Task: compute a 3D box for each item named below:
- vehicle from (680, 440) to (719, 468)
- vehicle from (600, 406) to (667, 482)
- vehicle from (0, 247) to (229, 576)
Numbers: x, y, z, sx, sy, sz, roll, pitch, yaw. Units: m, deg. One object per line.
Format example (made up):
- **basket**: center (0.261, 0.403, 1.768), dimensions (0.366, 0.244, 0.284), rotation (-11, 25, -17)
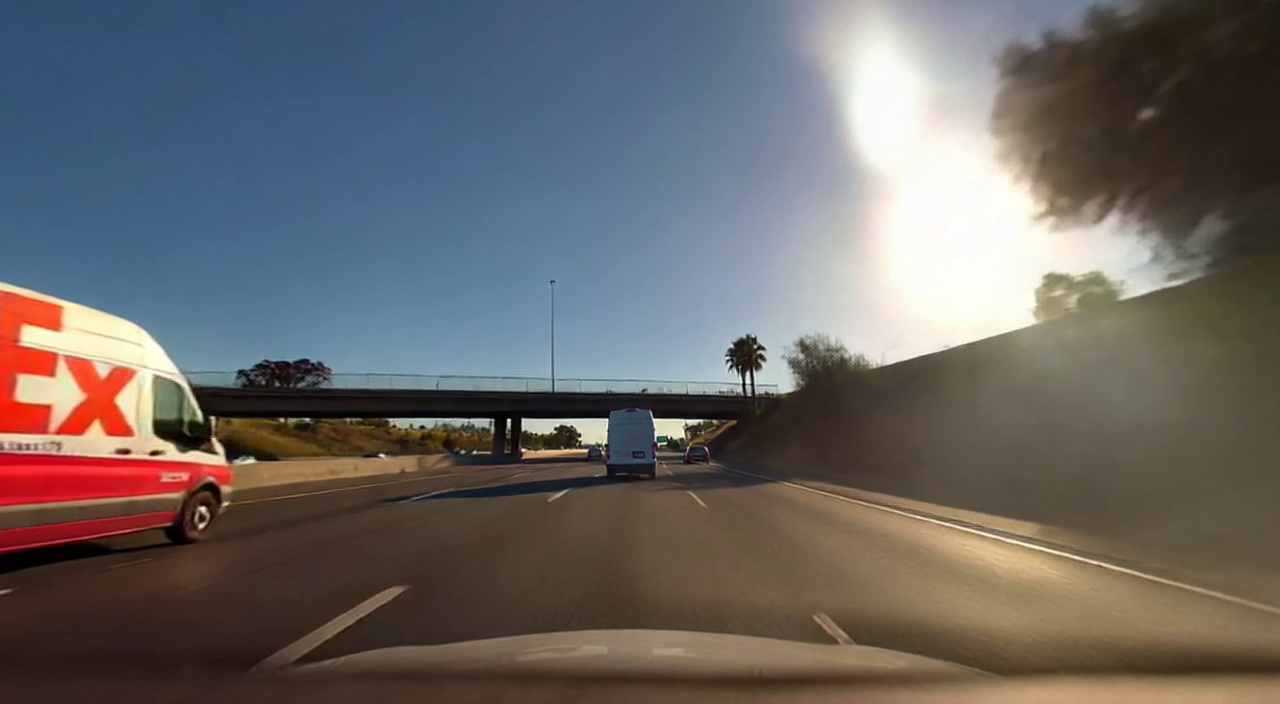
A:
- **vehicle**: center (3.653, 6.314, 39.000), dimensions (1.987, 1.648, 3.984), rotation (0, -8, -1)
- **vehicle**: center (-0.141, 3.836, 26.209), dimensions (2.476, 2.776, 5.598), rotation (0, -8, 2)
- **vehicle**: center (-7.708, 0.575, 5.800), dimensions (2.965, 3.178, 7.188), rotation (-2, -9, 0)
